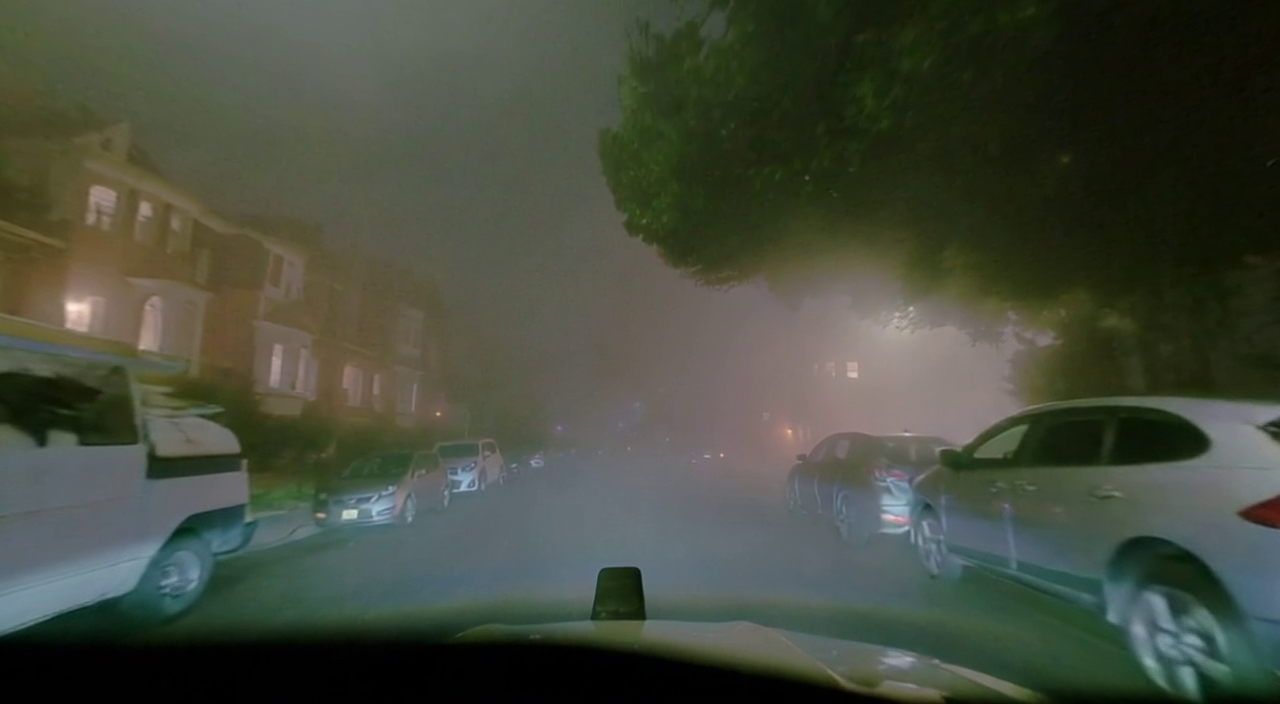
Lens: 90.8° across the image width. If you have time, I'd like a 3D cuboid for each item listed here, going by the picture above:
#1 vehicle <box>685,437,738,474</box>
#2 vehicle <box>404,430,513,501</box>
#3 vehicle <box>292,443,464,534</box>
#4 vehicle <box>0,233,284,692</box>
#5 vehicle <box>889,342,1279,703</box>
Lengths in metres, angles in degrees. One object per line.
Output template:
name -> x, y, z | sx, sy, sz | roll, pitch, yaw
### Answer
vehicle -> 3.505, 5.179, 31.915 | 1.994, 1.710, 4.699 | 0, -9, -1
vehicle -> -5.287, 3.353, 19.165 | 2.042, 1.850, 4.758 | 0, -8, -2
vehicle -> -4.981, 2.600, 12.793 | 1.901, 1.486, 4.422 | 1, -9, -5
vehicle -> -4.936, 0.609, 3.428 | 2.330, 2.676, 6.346 | 0, -8, -1
vehicle -> 3.774, 1.100, 4.308 | 2.121, 1.778, 4.916 | 0, -9, 0
